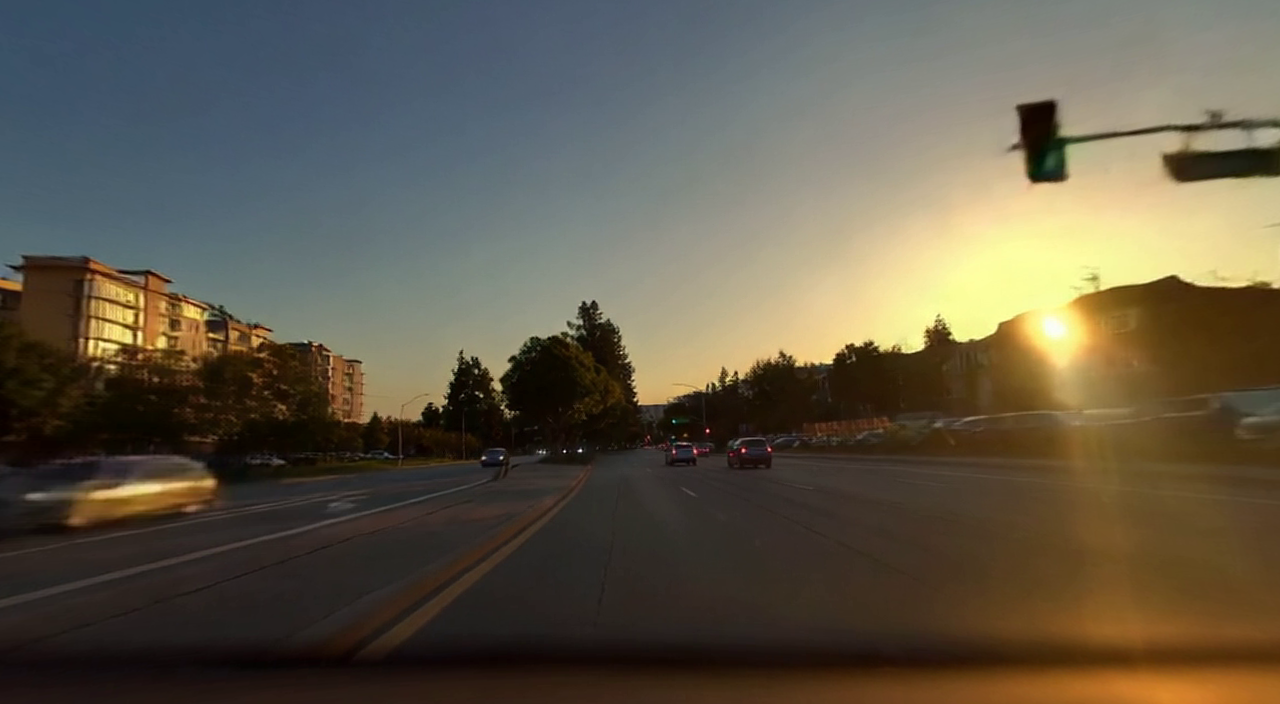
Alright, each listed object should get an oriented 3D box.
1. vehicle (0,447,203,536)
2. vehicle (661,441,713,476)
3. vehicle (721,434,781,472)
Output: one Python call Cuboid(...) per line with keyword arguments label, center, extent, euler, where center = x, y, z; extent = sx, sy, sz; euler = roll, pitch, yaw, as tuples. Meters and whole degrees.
Cuboid(label="vehicle", center=(-12.492, 2.963, 14.182), extent=(1.891, 1.633, 4.737), euler=(0, -9, 1))
Cuboid(label="vehicle", center=(2.169, 5.076, 30.289), extent=(1.917, 1.538, 4.259), euler=(0, -9, -4))
Cuboid(label="vehicle", center=(5.506, 5.088, 31.983), extent=(1.946, 1.773, 4.641), euler=(0, -9, -3))
